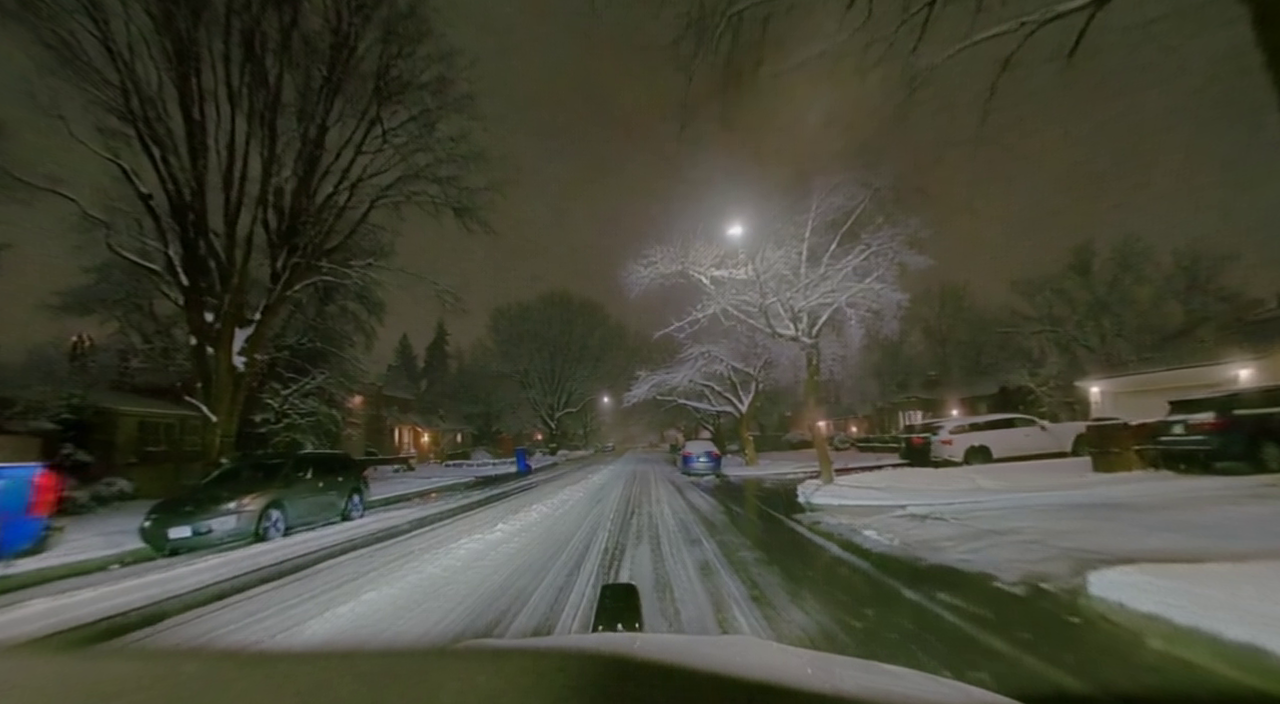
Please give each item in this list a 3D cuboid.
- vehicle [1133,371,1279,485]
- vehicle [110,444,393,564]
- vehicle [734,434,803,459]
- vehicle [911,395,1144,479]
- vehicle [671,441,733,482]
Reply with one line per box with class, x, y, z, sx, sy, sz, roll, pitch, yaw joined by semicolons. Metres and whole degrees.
vehicle;13.835;1.527;12.475;5.834;2.019;2.540;0;-9;2
vehicle;-6.233;2.428;10.966;1.995;1.608;4.596;0;-9;0
vehicle;9.604;7.104;47.271;4.710;1.512;1.894;-3;-9;1
vehicle;10.841;2.429;17.958;5.097;1.824;2.113;-5;-9;0
vehicle;2.389;4.345;25.361;2.006;1.494;4.211;0;-9;-1
